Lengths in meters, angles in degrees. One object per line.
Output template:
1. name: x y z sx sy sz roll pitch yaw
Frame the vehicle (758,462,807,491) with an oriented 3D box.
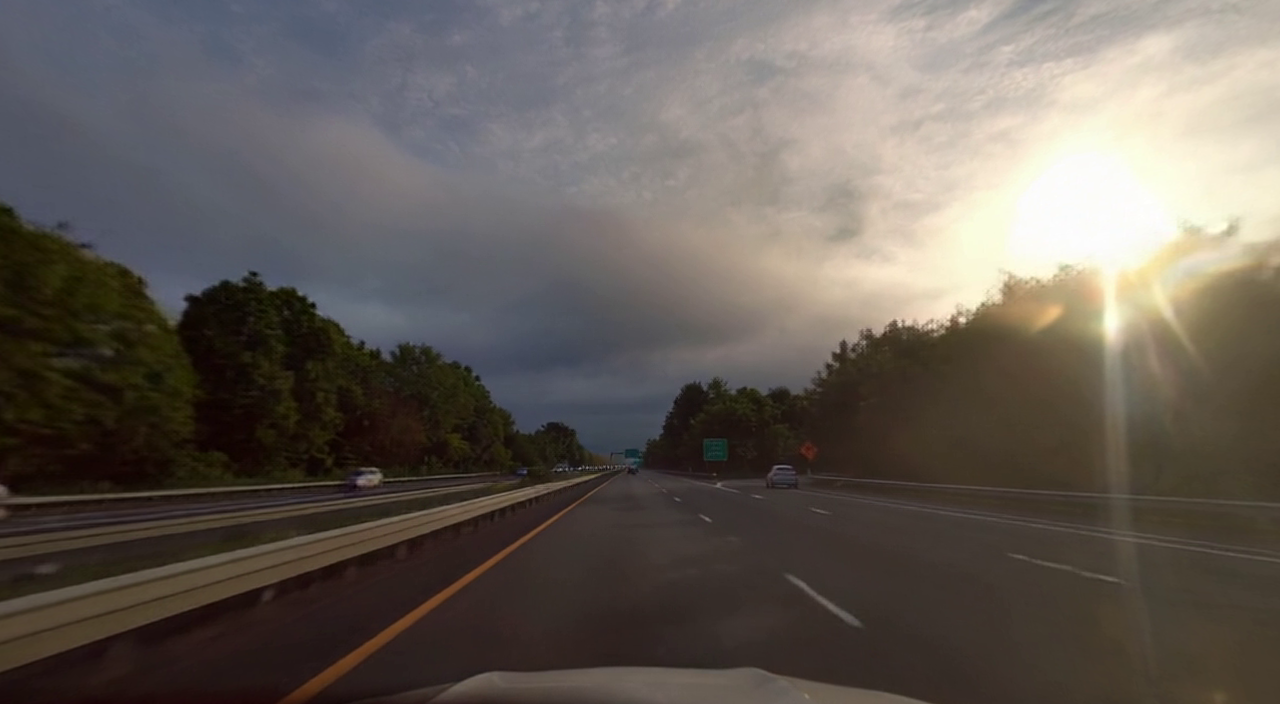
1. vehicle: 8.217 7.215 36.709 1.951 1.566 4.616 0 -10 2

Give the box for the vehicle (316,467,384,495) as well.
1. vehicle: -18.313 8.173 40.041 1.946 1.619 4.564 0 -10 3
